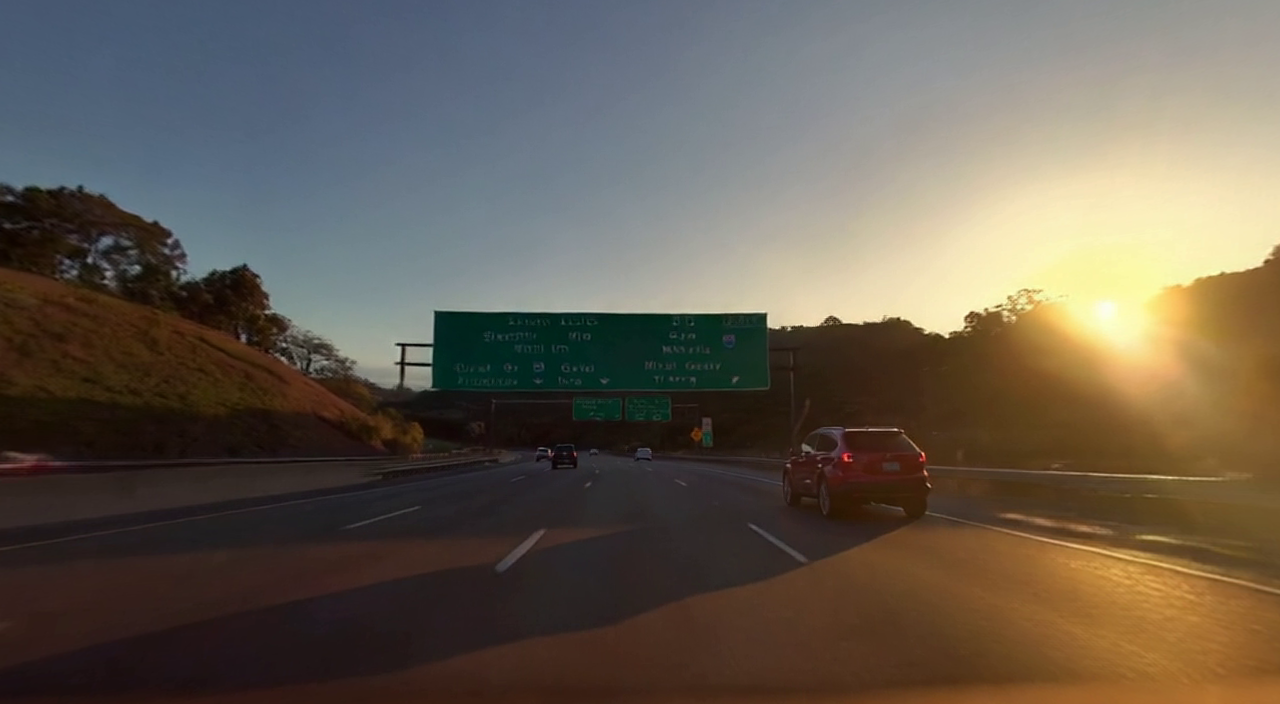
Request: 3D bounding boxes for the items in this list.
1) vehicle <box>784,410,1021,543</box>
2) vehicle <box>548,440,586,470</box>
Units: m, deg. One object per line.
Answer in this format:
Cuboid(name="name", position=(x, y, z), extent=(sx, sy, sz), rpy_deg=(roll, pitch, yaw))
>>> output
Cuboid(name="vehicle", position=(4.362, 2.162, 11.607), extent=(2.103, 1.903, 4.837), rpy_deg=(0, -9, -2))
Cuboid(name="vehicle", position=(-5.552, 7.894, 48.583), extent=(2.537, 2.121, 5.251), rpy_deg=(0, -9, -3))
